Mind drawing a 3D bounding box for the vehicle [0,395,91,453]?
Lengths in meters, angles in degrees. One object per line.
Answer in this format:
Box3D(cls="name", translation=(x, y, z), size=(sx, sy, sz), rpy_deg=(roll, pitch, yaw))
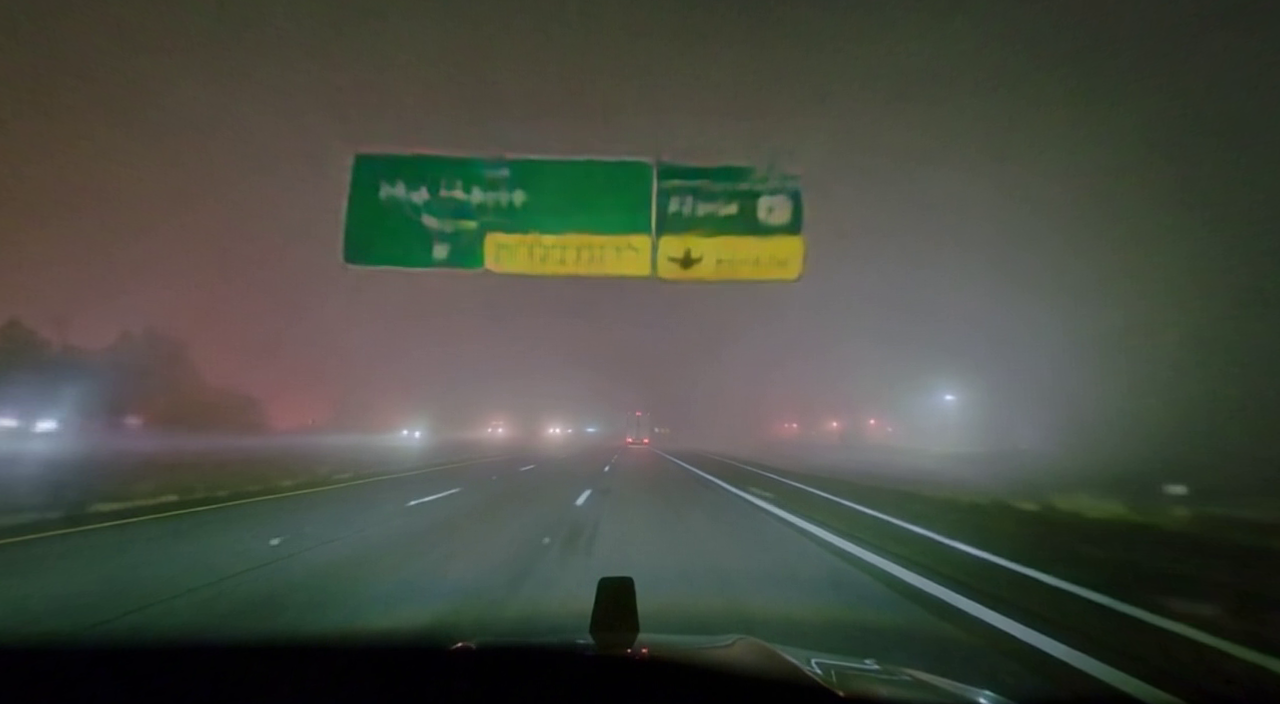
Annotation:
Box3D(cls="vehicle", translation=(-23.445, 2.702, 23.296), size=(2.033, 2.025, 4.609), rpy_deg=(0, -8, -1))
